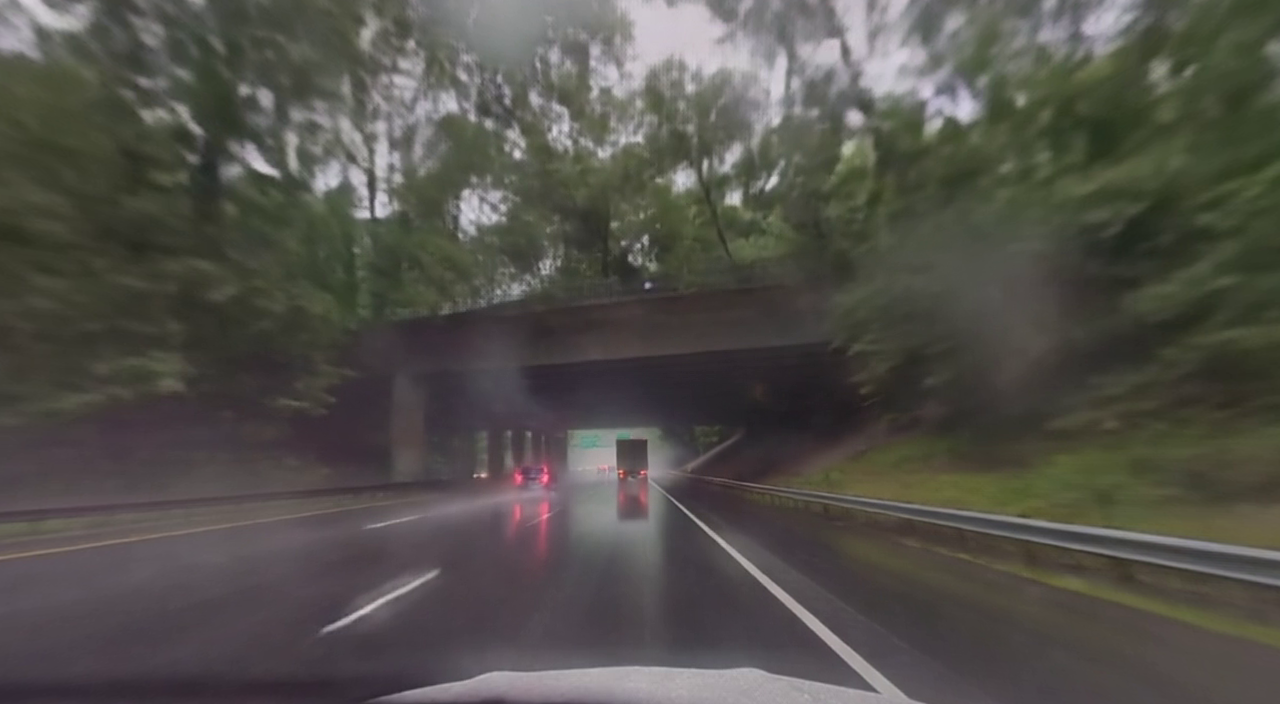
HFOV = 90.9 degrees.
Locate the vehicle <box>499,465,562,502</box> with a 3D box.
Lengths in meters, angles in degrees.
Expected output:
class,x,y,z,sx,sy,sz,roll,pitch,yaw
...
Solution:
class,x,y,z,sx,sy,sz,roll,pitch,yaw
vehicle,-4.804,5.862,28.330,1.950,1.460,4.812,1,-11,0
